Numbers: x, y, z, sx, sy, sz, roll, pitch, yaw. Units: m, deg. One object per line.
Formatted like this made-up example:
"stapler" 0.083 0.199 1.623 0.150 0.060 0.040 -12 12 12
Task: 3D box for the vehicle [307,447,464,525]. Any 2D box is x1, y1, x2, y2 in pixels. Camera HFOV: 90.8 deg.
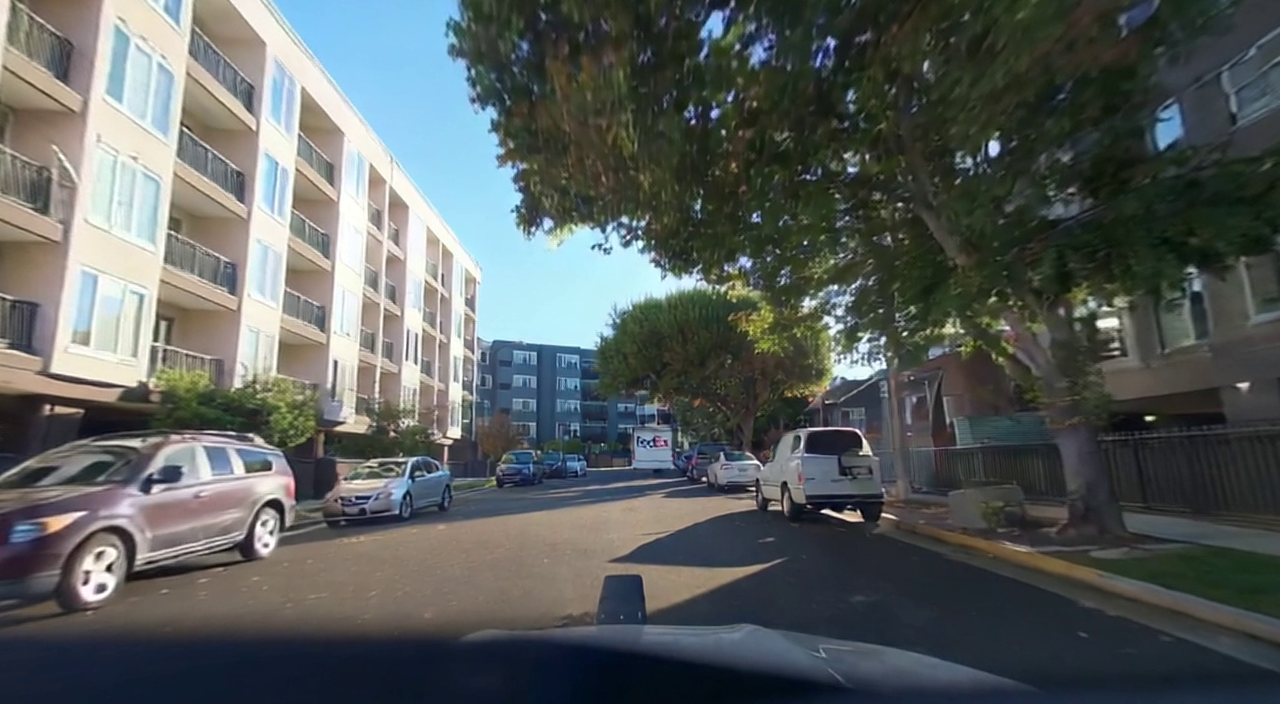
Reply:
"vehicle" -5.776 3.046 15.020 1.888 1.546 4.306 0 -9 1

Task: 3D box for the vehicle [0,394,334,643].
"vehicle" -5.701 1.618 7.212 2.098 1.894 4.616 0 -9 0

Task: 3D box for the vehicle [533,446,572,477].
"vehicle" -5.599 7.062 40.991 2.020 1.867 4.654 0 -9 -1

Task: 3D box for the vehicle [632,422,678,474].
"vehicle" 0.875 6.729 44.504 2.930 3.275 8.180 0 -9 -1

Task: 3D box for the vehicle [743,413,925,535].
"vehicle" 3.597 2.351 12.709 2.099 2.018 4.087 0 -9 -4

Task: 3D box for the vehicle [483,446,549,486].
"vehicle" -5.737 5.303 29.759 2.089 1.757 4.256 0 -9 2
